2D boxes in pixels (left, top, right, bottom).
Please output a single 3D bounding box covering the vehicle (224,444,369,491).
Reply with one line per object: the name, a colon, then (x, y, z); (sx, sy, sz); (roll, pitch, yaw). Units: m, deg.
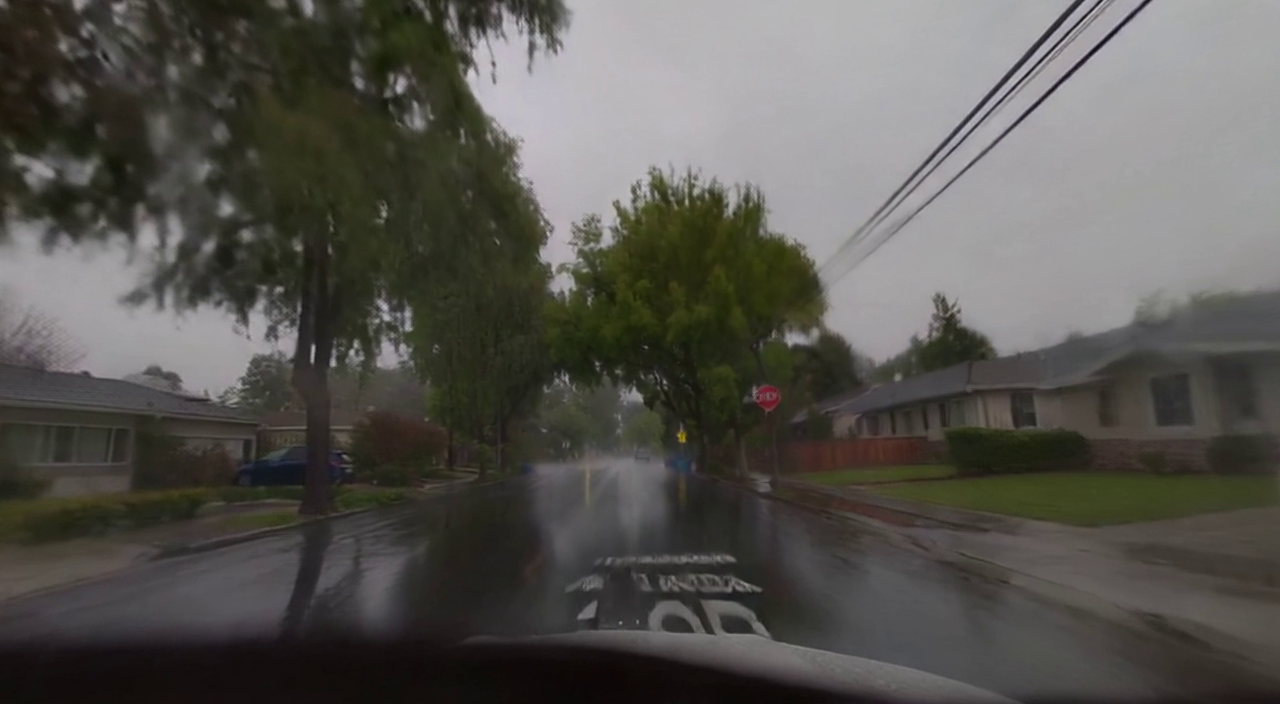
vehicle: (-14.269, 4.807, 26.495); (4.809, 1.865, 2.093); (0, -9, -2)
